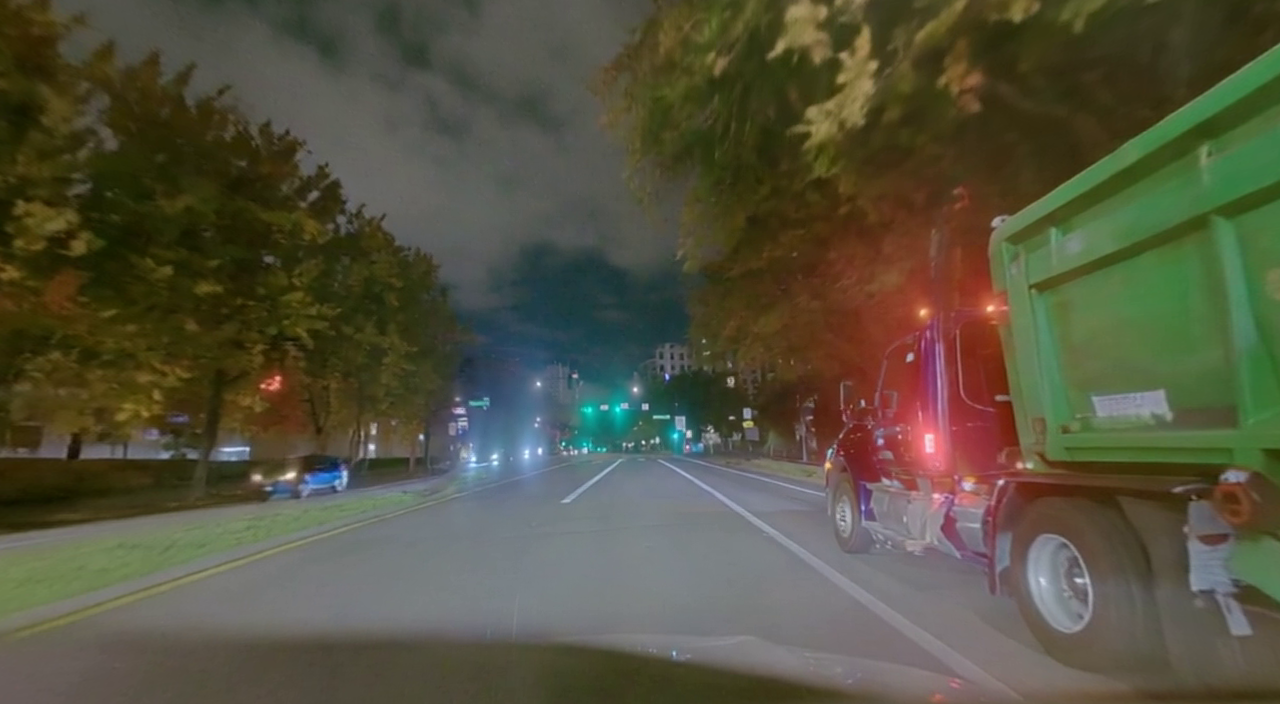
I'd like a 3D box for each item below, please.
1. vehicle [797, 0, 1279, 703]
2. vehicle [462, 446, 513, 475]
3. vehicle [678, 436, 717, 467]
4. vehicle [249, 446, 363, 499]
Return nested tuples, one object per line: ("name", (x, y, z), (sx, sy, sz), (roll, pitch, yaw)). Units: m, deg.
("vehicle", (3.610, 0.454, 4.956), (2.867, 3.402, 7.137), (0, -8, 0))
("vehicle", (-10.004, 7.140, 41.784), (2.152, 1.748, 4.577), (0, -8, 1))
("vehicle", (3.771, 6.617, 42.142), (2.099, 1.936, 4.575), (0, -8, -1))
("vehicle", (-13.687, 4.914, 26.260), (2.140, 1.961, 4.641), (0, -8, 0))
